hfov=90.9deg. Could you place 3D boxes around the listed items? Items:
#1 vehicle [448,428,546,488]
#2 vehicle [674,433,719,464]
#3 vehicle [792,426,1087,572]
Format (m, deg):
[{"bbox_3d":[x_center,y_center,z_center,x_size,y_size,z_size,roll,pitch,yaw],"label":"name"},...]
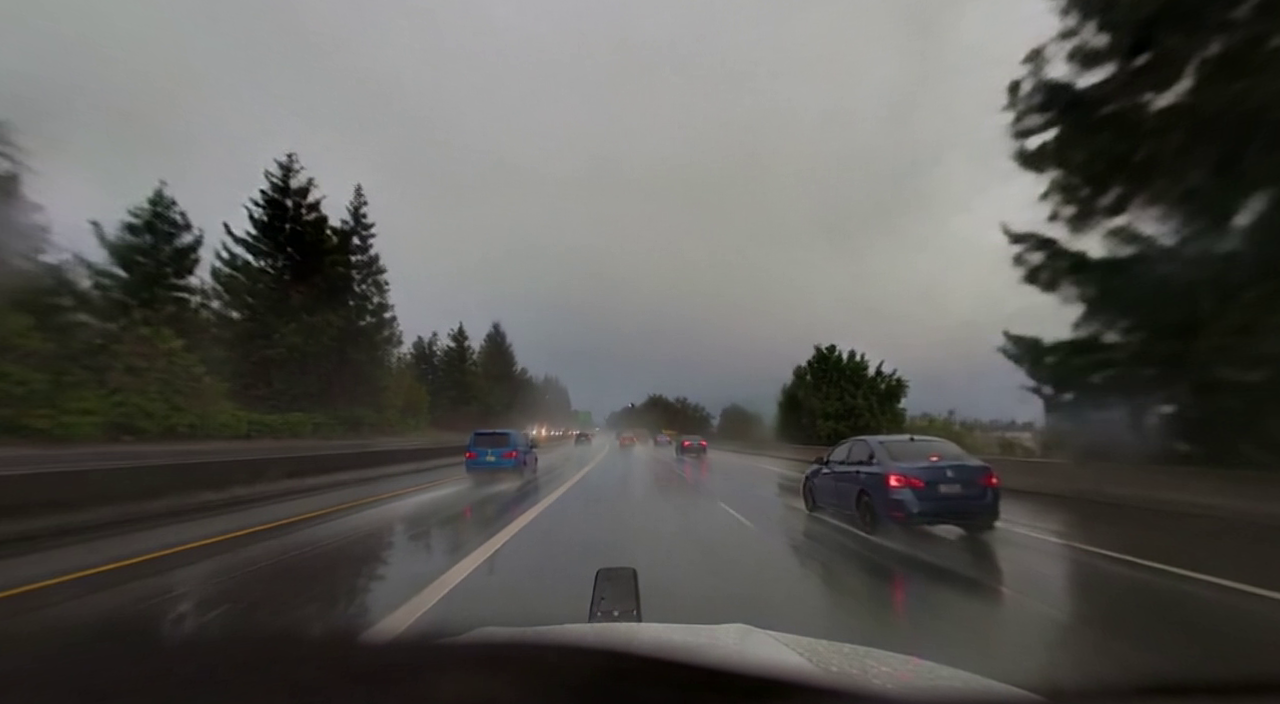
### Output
[{"bbox_3d":[-4.029,3.032,18.462,1.941,1.529,4.111,0,-8,-1],"label":"vehicle"},{"bbox_3d":[2.967,5.151,33.791,1.883,1.536,3.792,0,-8,-3],"label":"vehicle"},{"bbox_3d":[3.590,1.781,8.526,1.986,1.488,3.867,0,-8,-2],"label":"vehicle"}]
